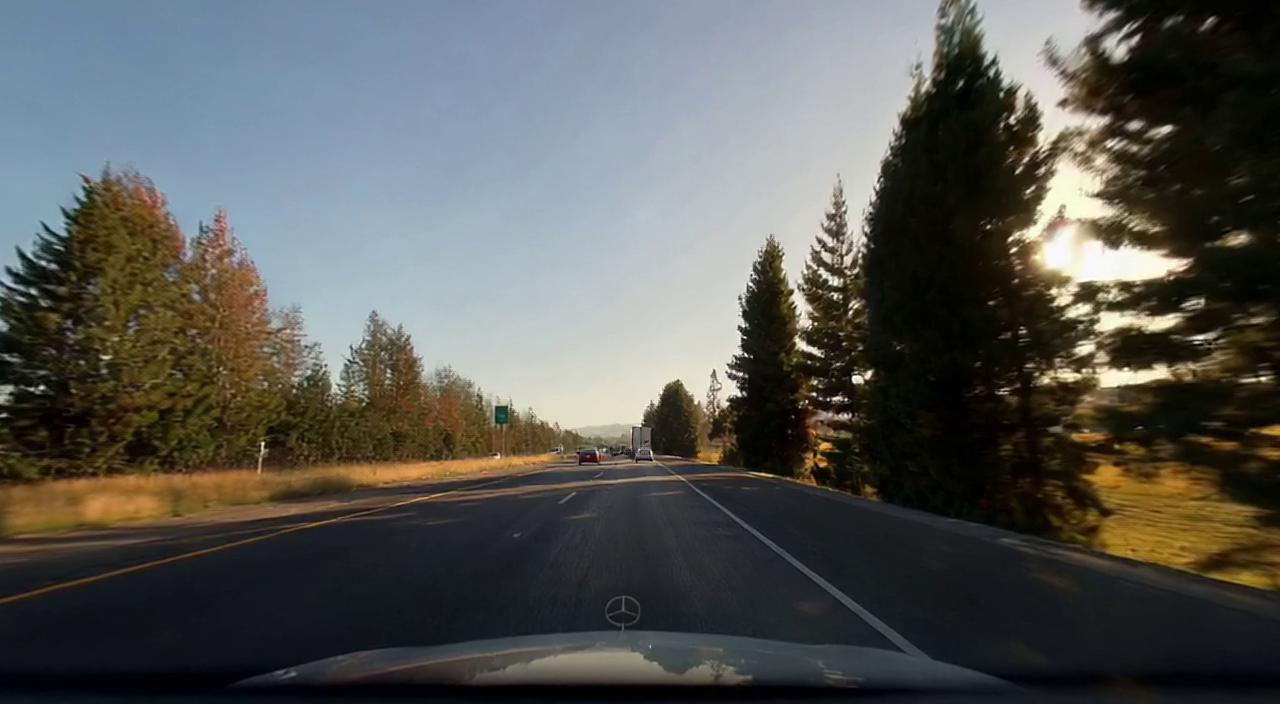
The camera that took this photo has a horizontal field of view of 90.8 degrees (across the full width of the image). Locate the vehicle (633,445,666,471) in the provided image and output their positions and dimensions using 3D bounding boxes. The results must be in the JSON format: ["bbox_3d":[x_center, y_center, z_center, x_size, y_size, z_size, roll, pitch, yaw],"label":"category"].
[{"bbox_3d":[0.558,6.891,41.120,1.992,1.593,3.937,0,-9,-1],"label":"vehicle"}]
